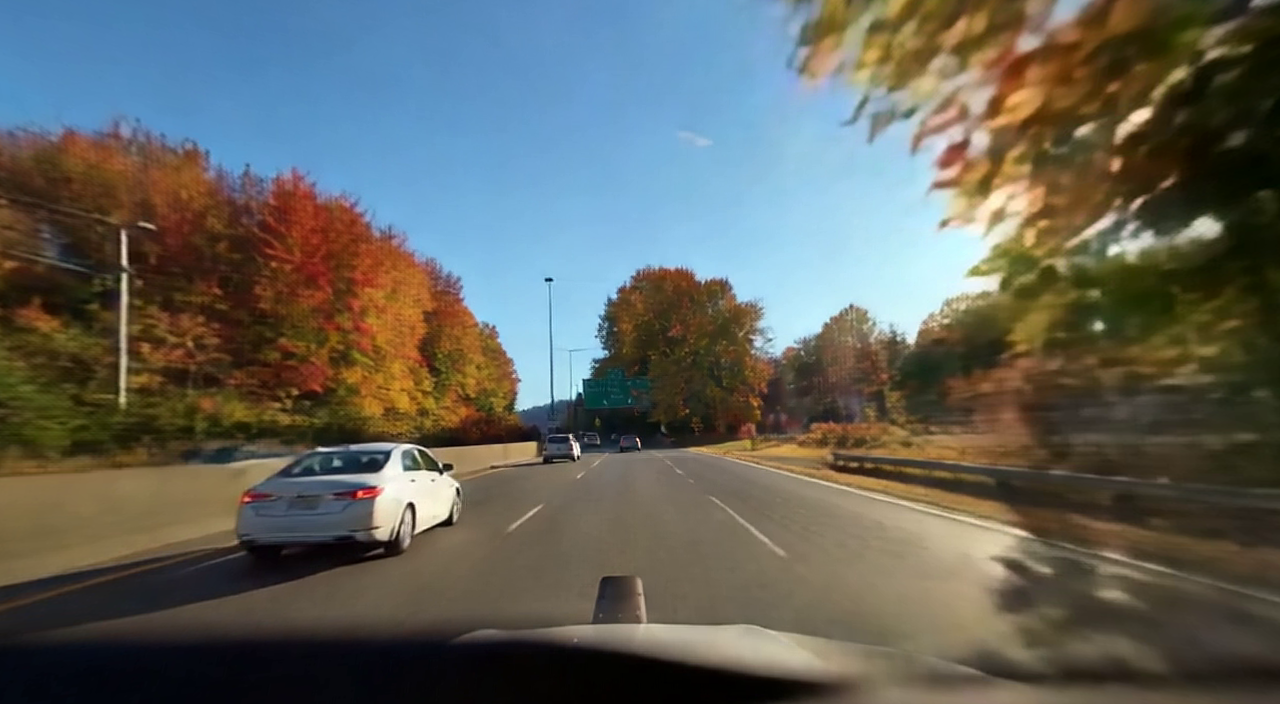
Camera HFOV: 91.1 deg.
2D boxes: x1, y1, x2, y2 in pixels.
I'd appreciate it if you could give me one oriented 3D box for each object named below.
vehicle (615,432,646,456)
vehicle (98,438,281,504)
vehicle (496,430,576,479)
[{"bbox_3d":[-0.659,6.444,44.163,2.054,1.609,3.859,0,-8,0],"label":"vehicle"},{"bbox_3d":[-11.970,3.131,17.148,1.903,1.544,4.199,0,-8,-1],"label":"vehicle"},{"bbox_3d":[-3.461,3.527,21.904,1.989,1.497,4.645,0,-8,0],"label":"vehicle"}]
